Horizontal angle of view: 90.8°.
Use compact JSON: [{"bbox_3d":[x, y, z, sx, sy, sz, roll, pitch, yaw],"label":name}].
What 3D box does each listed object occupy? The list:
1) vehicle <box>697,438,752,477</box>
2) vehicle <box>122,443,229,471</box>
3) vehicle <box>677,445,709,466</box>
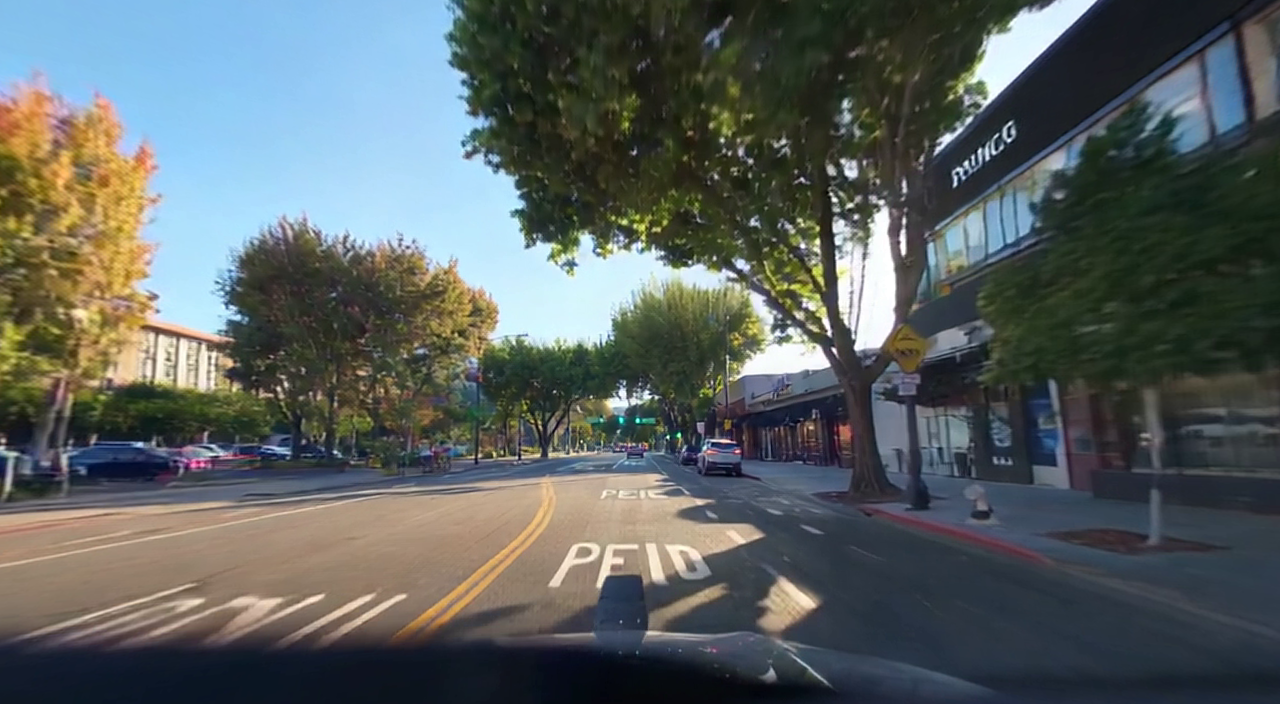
[{"bbox_3d":[4.004,5.091,30.701,1.957,1.753,4.413,0,-8,-2],"label":"vehicle"},{"bbox_3d":[-26.081,5.914,35.663,4.402,1.449,1.880,3,-7,-18],"label":"vehicle"},{"bbox_3d":[4.025,7.862,48.265,1.856,1.462,4.501,1,-8,-3],"label":"vehicle"}]
